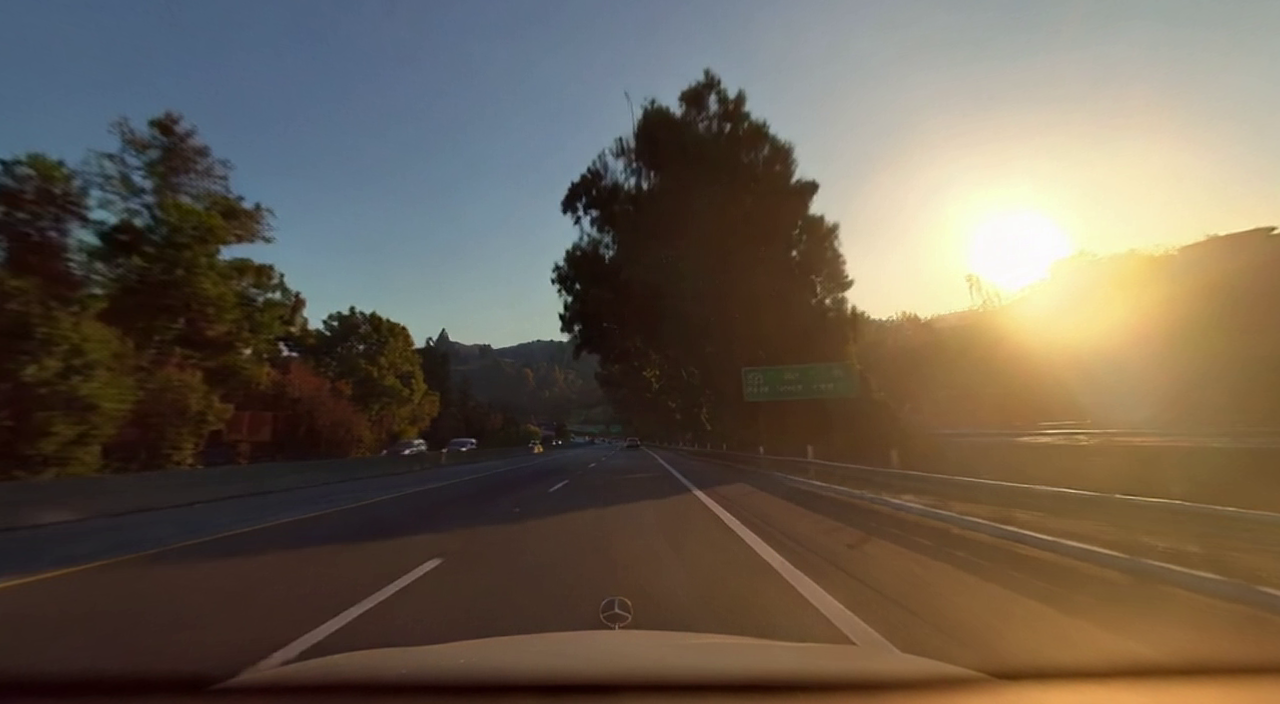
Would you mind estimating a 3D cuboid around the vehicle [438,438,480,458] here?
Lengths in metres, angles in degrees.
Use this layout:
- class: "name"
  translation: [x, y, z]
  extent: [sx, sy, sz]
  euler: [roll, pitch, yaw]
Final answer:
- class: "vehicle"
  translation: [-14.024, 7.465, 48.981]
  extent: [2.049, 1.467, 3.924]
  euler: [-1, -8, 0]

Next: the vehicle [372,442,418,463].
- class: "vehicle"
  translation: [-17.940, 7.380, 46.329]
  extent: [1.907, 1.441, 3.867]
  euler: [0, -8, -1]
